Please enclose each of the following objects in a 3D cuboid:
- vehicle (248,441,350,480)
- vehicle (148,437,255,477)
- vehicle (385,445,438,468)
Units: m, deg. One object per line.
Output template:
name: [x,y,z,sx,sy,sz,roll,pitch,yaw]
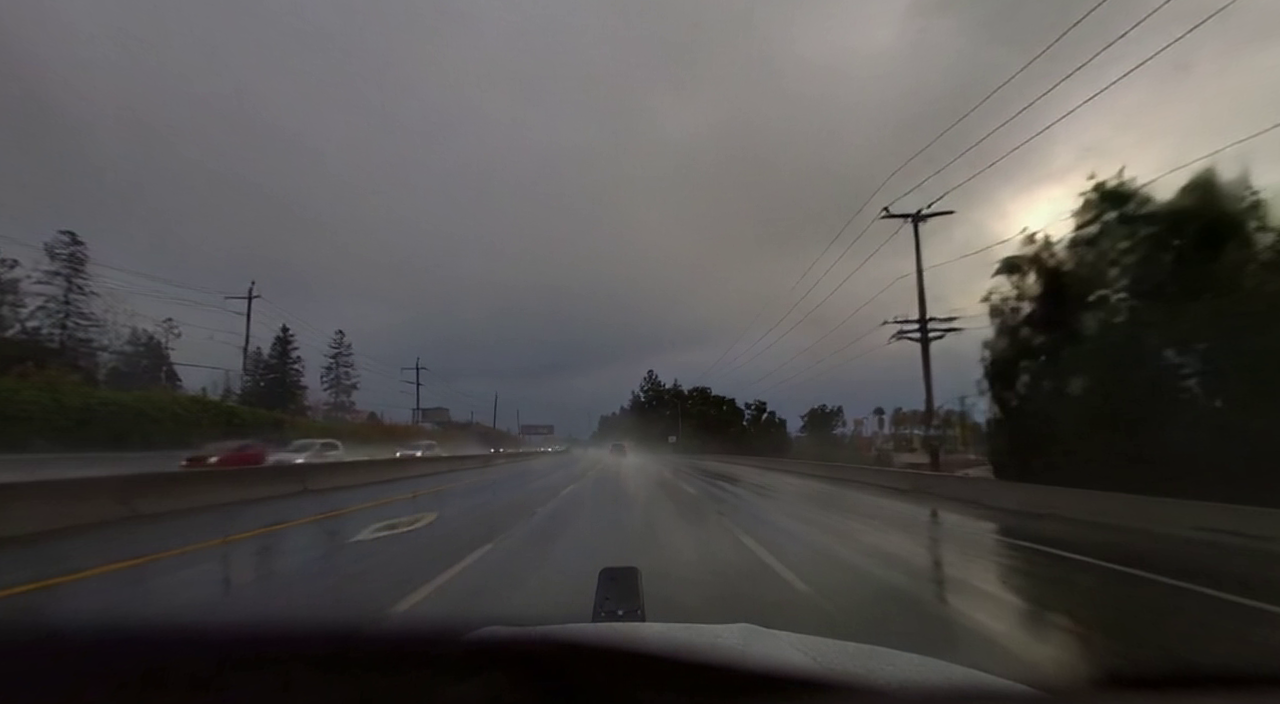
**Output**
vehicle: [-14.346,4.576,26.917,1.948,1.531,4.456,0,-9,-1]
vehicle: [-18.540,4.446,26.934,1.778,1.562,3.903,0,-9,-1]
vehicle: [-15.048,6.910,41.930,1.914,1.477,4.524,0,-9,-1]
